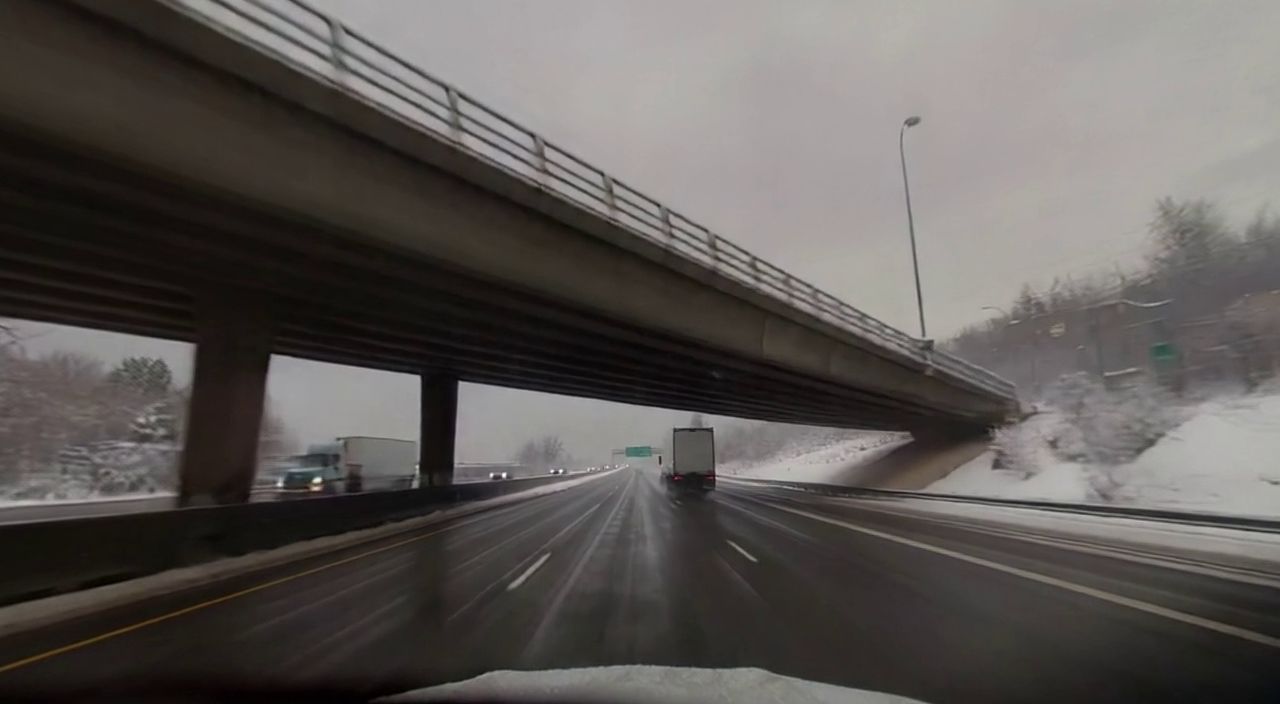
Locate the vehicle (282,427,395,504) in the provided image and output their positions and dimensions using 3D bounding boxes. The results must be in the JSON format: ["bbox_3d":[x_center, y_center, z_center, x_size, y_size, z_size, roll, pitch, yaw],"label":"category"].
[{"bbox_3d":[-19.393,7.467,41.341,3.253,4.467,7.826,1,-10,1],"label":"vehicle"}]
